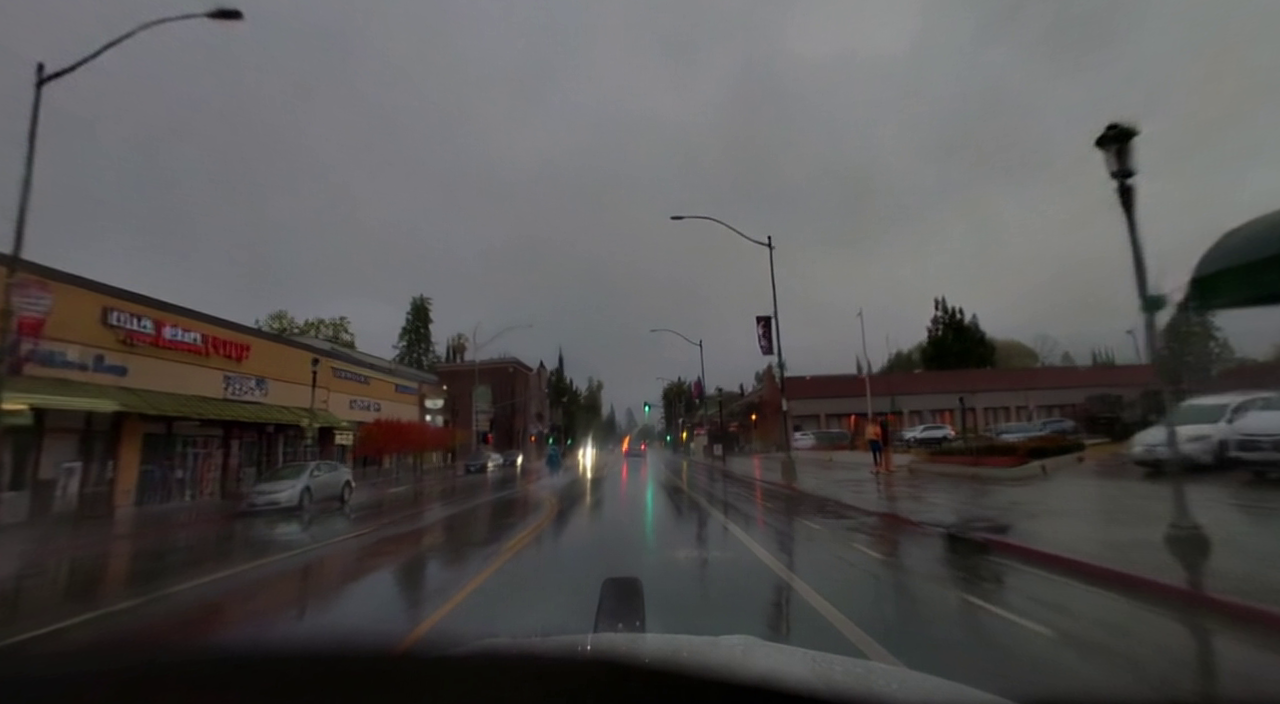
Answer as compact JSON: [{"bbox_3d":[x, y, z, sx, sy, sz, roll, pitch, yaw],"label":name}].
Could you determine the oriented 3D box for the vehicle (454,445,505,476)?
[{"bbox_3d":[-10.864,7.356,43.141,2.033,1.930,4.786,0,-8,2],"label":"vehicle"}]

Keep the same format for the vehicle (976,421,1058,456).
[{"bbox_3d":[17.075,3.957,28.876,1.773,1.446,4.421,-2,-8,11],"label":"vehicle"}]

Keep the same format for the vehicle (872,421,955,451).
[{"bbox_3d":[16.867,5.227,39.196,4.135,1.753,2.122,0,-9,1],"label":"vehicle"}]

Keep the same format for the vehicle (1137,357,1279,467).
[{"bbox_3d":[12.965,1.179,12.138,2.532,1.997,5.001,0,-8,-3],"label":"vehicle"}]

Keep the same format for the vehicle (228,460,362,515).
[{"bbox_3d":[-10.998,4.312,20.599,1.828,1.470,4.523,0,-8,0],"label":"vehicle"}]
